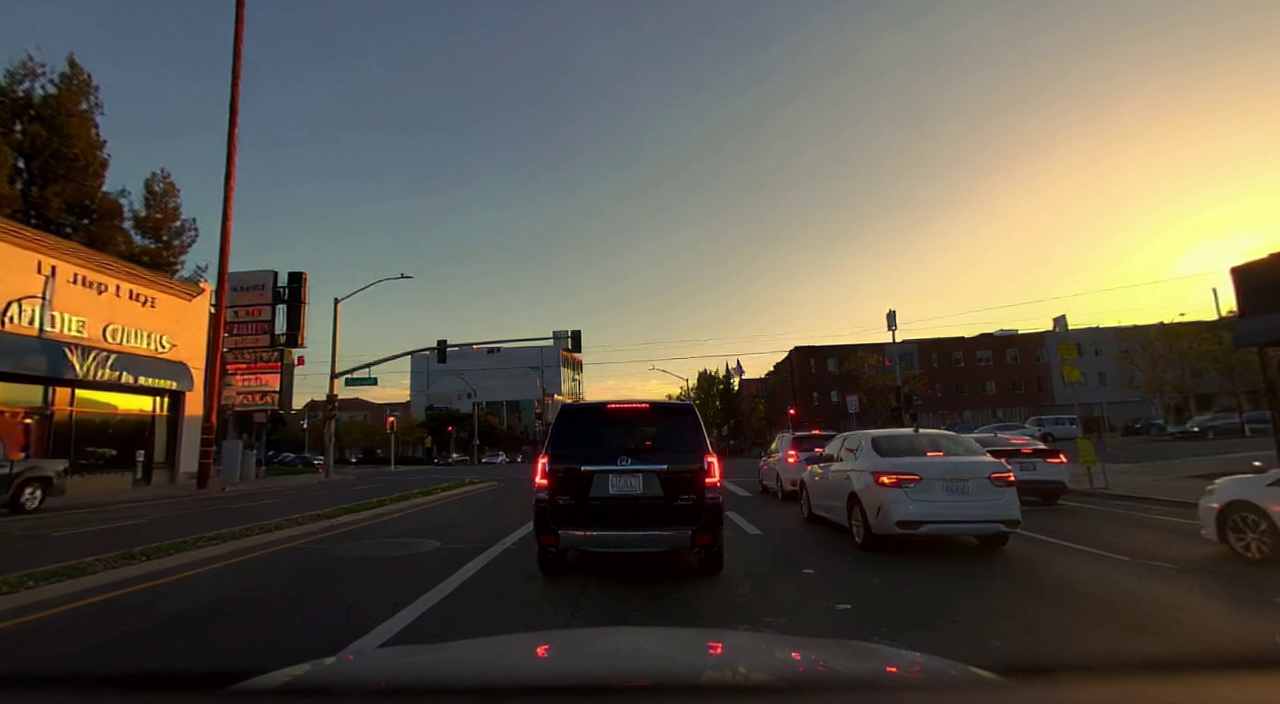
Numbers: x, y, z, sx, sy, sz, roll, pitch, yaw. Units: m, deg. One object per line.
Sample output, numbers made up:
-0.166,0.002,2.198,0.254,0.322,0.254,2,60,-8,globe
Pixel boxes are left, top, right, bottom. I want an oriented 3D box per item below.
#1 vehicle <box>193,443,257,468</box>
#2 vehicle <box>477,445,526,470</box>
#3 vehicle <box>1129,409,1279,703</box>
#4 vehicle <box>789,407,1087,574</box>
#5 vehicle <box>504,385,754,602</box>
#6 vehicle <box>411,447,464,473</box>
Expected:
-27.456,6.868,41.846,1.693,1.563,3.716,0,-8,0,vehicle
-10.787,8.258,49.481,2.224,1.840,5.290,-1,-8,5,vehicle
3.366,0.730,0.806,1.884,1.484,4.609,0,-8,2,vehicle
3.616,1.759,8.789,2.036,1.719,4.318,0,-8,0,vehicle
-0.006,1.534,7.679,2.154,1.861,4.280,0,-8,3,vehicle
-14.458,7.679,45.300,2.102,1.737,4.570,0,-8,3,vehicle
